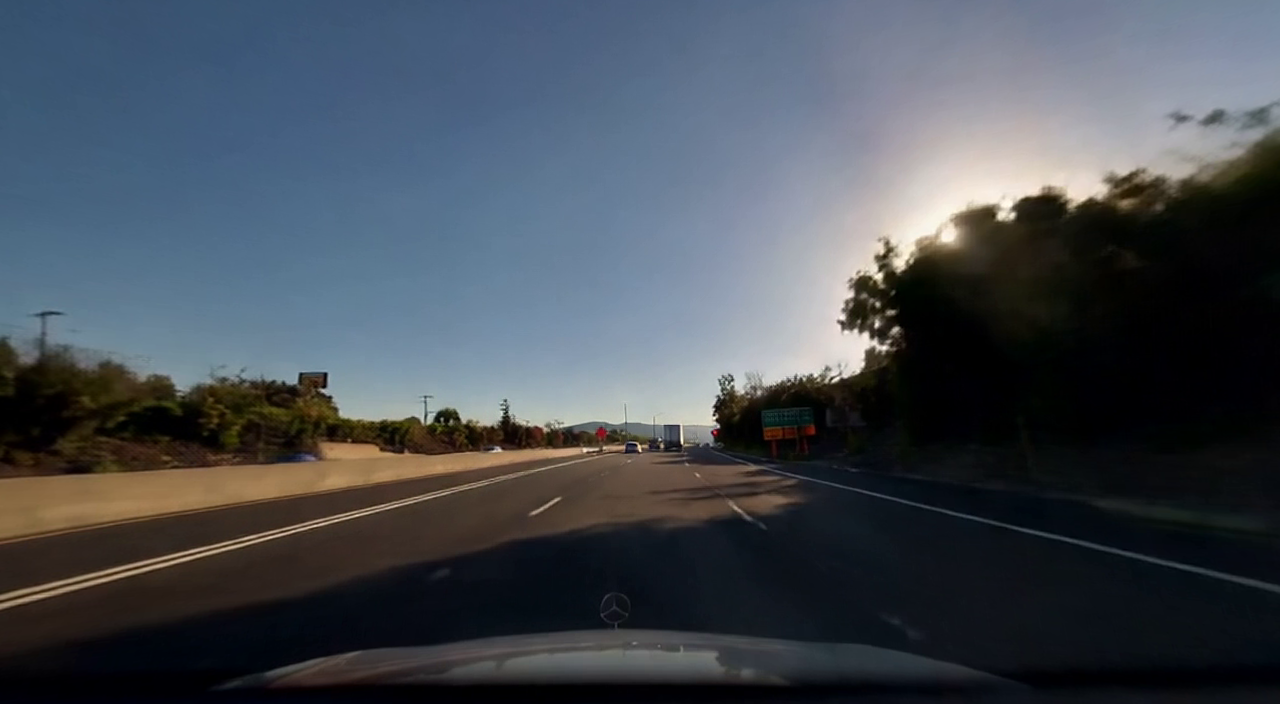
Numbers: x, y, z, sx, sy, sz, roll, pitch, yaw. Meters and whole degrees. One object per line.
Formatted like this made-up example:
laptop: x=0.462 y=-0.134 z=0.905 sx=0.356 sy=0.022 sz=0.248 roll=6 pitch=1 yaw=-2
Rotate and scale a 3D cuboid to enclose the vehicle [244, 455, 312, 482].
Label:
vehicle: x=-22.120 y=7.088 z=38.633 sx=1.724 sy=1.445 sz=3.887 roll=-1 pitch=-8 yaw=3
